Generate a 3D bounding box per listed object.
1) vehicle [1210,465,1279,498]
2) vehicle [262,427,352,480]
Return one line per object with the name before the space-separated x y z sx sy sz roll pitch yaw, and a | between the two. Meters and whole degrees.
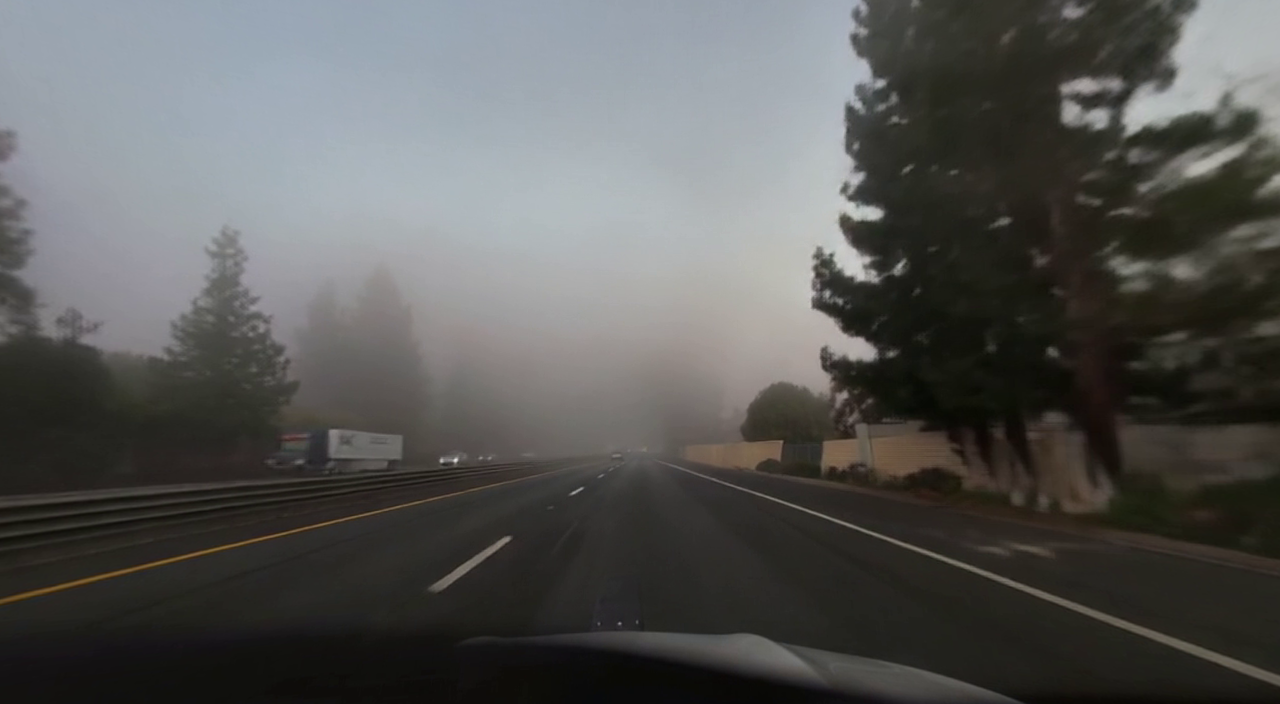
vehicle | 38.947 8.015 39.220 4.941 1.920 2.002 1 -9 -4
vehicle | -24.839 7.609 47.434 3.058 3.666 6.589 0 -9 0
